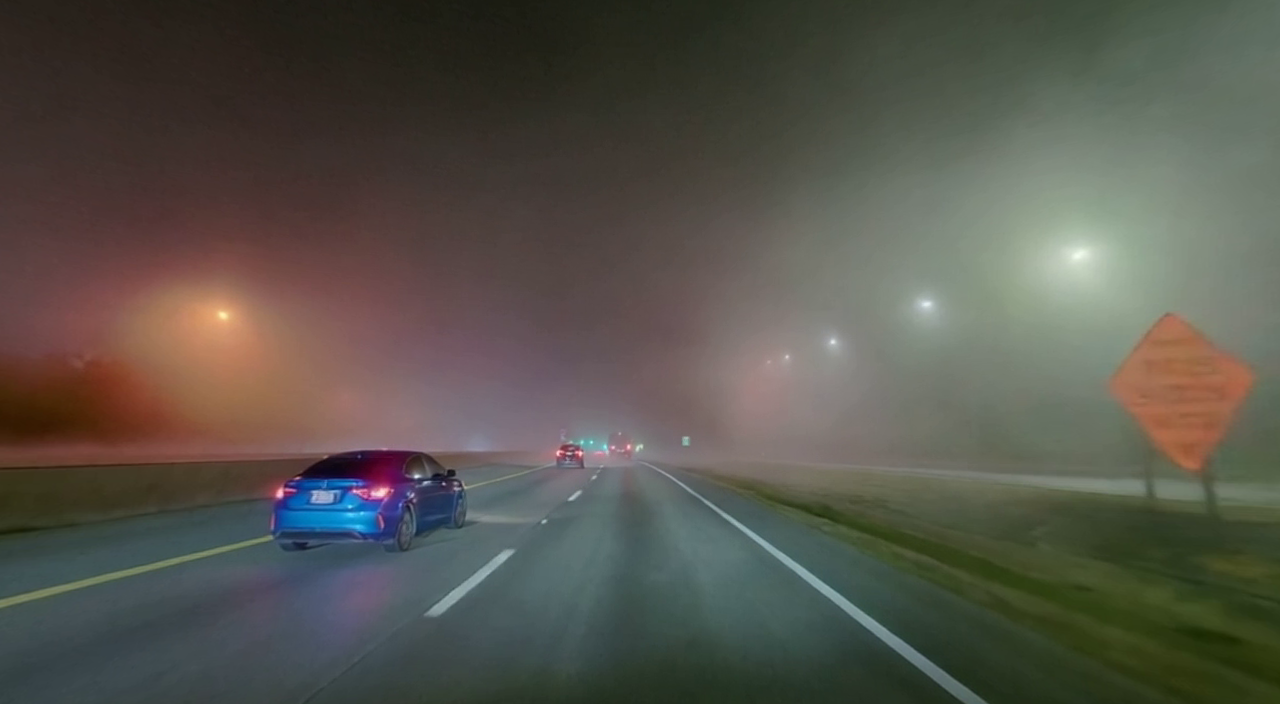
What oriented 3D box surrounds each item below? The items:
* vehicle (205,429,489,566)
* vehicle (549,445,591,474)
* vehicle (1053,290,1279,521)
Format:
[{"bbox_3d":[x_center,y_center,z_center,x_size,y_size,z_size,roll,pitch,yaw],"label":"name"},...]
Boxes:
[{"bbox_3d":[-3.856,2.002,9.468,2.012,1.510,4.672,0,-9,0],"label":"vehicle"},{"bbox_3d":[-3.739,5.846,34.429,1.965,1.459,4.145,1,-9,-2],"label":"vehicle"},{"bbox_3d":[10.666,1.140,12.846,2.203,4.166,2.914,0,-9,0],"label":"vehicle"}]
